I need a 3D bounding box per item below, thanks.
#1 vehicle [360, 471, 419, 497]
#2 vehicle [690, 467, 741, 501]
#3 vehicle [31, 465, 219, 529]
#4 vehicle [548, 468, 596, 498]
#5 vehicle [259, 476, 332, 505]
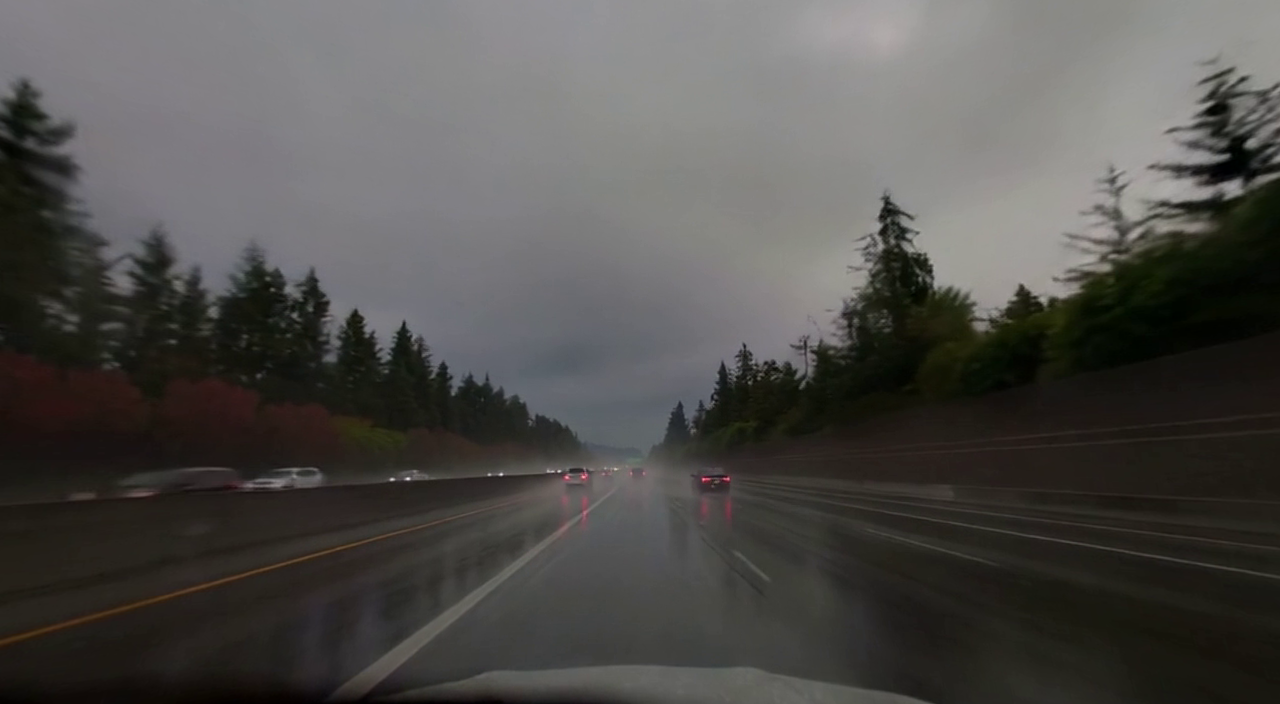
[{"bbox_3d":[-16.197,8.515,40.947,1.915,1.516,4.500,0,-11,1],"label":"vehicle"},{"bbox_3d":[3.644,6.478,31.201,1.981,1.516,4.109,1,-11,-1],"label":"vehicle"},{"bbox_3d":[-13.064,3.668,16.336,1.746,1.428,3.636,1,-11,0],"label":"vehicle"},{"bbox_3d":[-3.589,6.997,33.969,2.004,1.468,4.812,0,-11,0],"label":"vehicle"},{"bbox_3d":[-19.848,7.978,36.555,1.776,1.445,4.442,1,-11,-1],"label":"vehicle"}]
